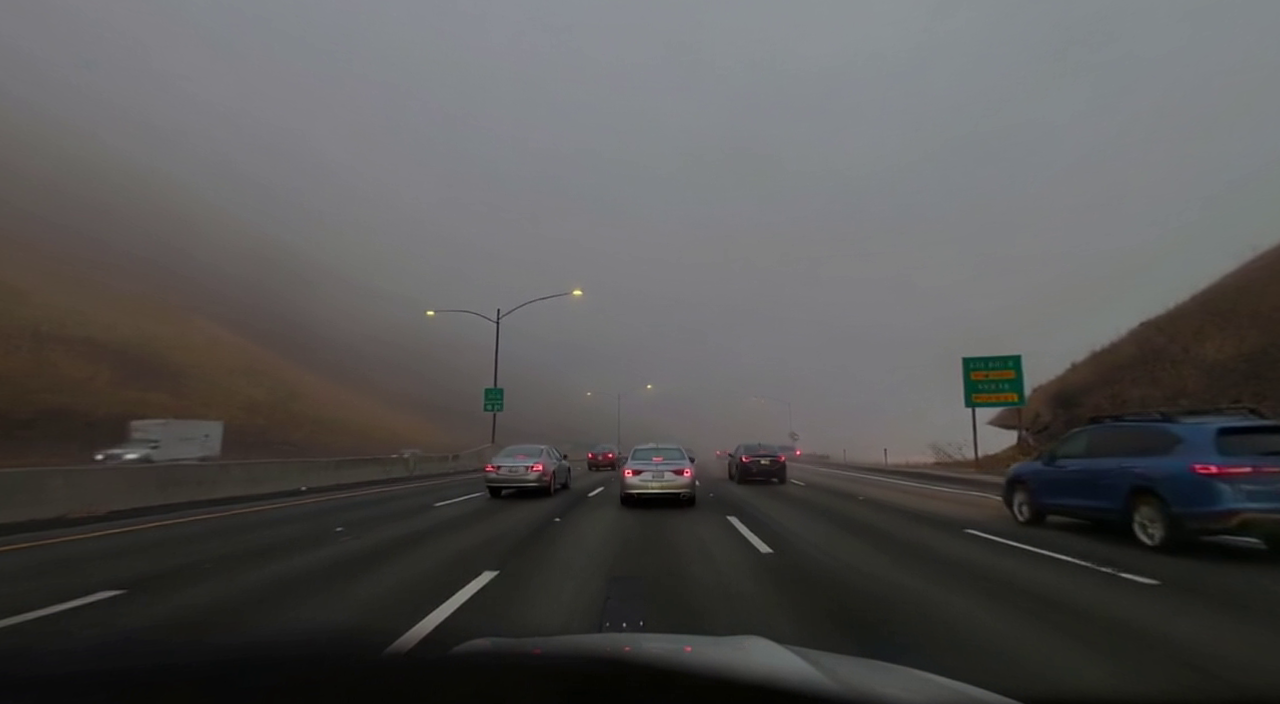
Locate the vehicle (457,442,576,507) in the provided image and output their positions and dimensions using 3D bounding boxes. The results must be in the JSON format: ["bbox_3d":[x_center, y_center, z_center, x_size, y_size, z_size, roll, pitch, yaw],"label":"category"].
[{"bbox_3d":[-3.015,3.090,16.456,2.017,1.446,4.384,-1,-9,3],"label":"vehicle"}]

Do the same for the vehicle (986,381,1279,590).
[{"bbox_3d":[6.802,1.523,7.873,2.210,1.831,4.843,0,-9,0],"label":"vehicle"}]

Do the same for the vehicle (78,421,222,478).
[{"bbox_3d":[-27.751,5.575,36.207,2.798,2.946,6.499,-1,-9,2],"label":"vehicle"}]

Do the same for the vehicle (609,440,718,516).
[{"bbox_3d":[0.510,2.709,14.071,2.072,1.431,3.904,0,-9,2],"label":"vehicle"}]

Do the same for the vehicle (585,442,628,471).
[{"bbox_3d":[-1.936,6.245,37.868,2.034,1.572,4.444,-1,-9,4],"label":"vehicle"}]

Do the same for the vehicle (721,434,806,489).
[{"bbox_3d":[4.191,3.794,22.232,2.083,1.693,4.740,0,-9,1],"label":"vehicle"}]
